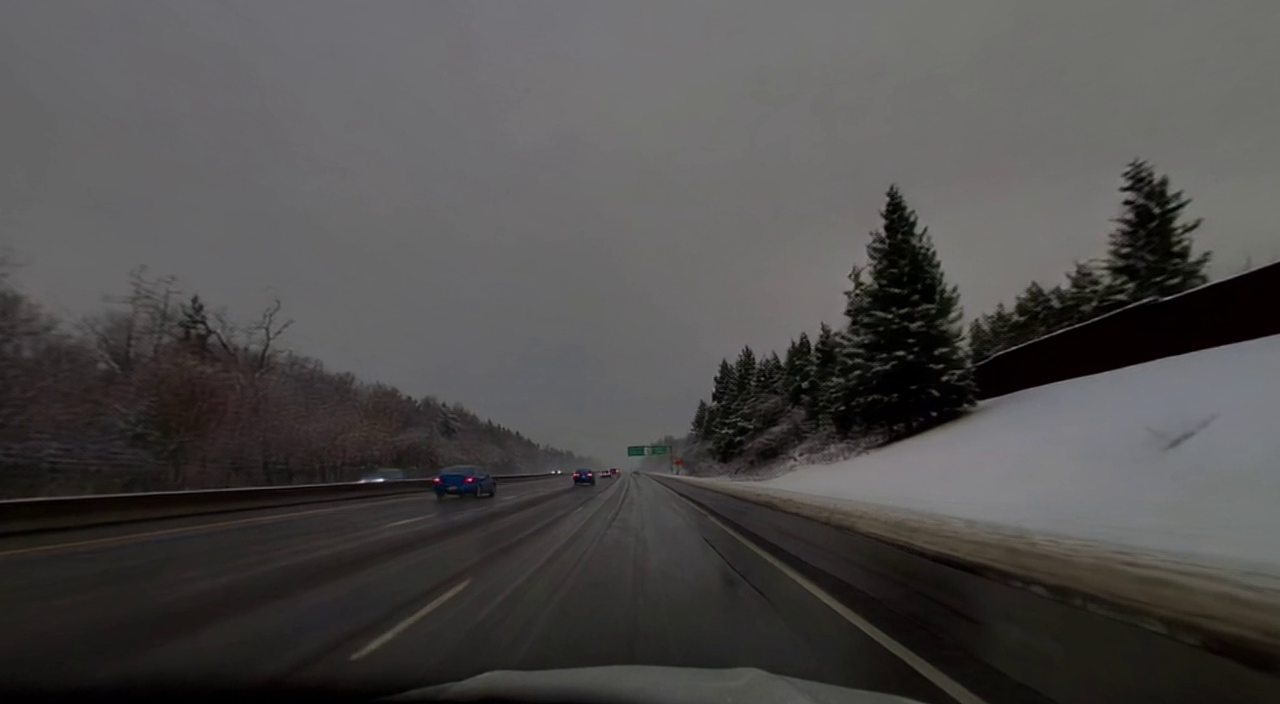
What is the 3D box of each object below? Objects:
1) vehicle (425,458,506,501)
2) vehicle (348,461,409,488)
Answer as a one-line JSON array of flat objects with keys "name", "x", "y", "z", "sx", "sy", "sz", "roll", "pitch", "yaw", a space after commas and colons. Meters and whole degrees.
[{"name": "vehicle", "x": -7.190, "y": 5.321, "z": 26.475, "sx": 2.124, "sy": 1.630, "sz": 4.416, "roll": 1, "pitch": -10, "yaw": 0}, {"name": "vehicle", "x": -19.083, "y": 8.974, "z": 46.242, "sx": 2.278, "sy": 1.773, "sz": 4.993, "roll": 1, "pitch": -10, "yaw": 0}]
